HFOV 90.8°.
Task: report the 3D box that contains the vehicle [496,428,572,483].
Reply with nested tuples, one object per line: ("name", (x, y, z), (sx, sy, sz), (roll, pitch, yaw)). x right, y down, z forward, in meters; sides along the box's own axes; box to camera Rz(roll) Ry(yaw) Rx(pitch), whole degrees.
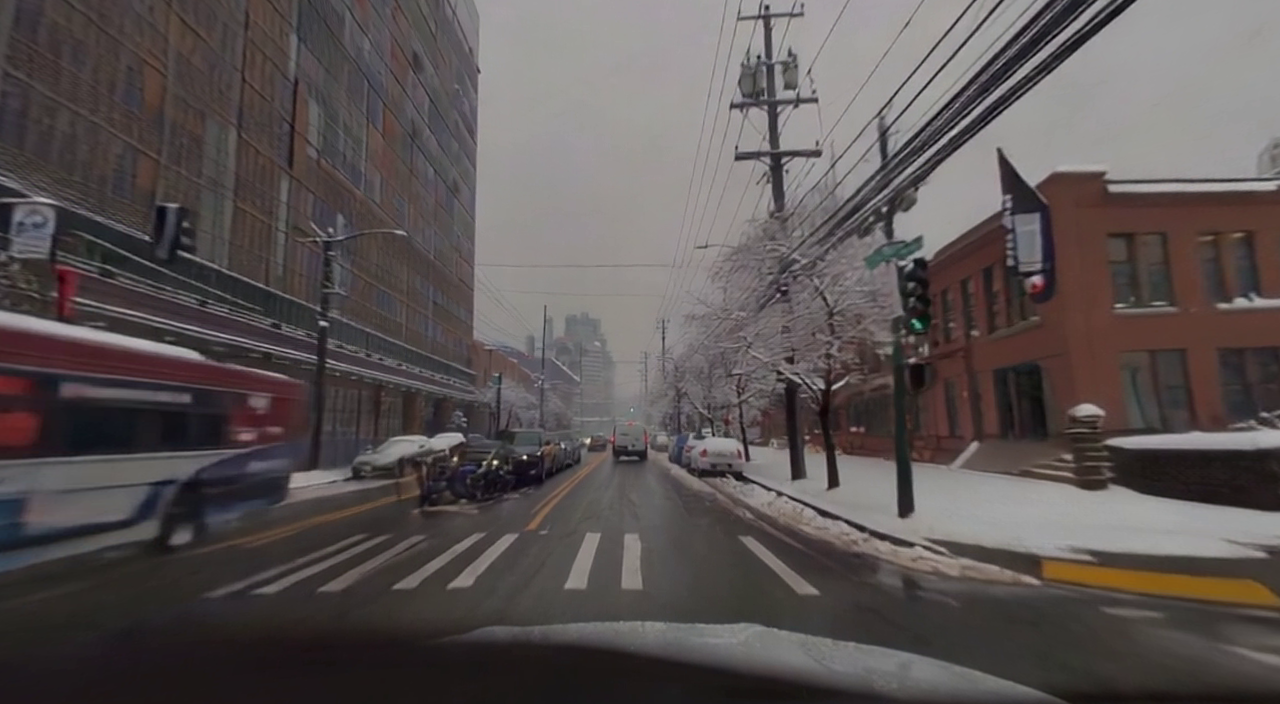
("vehicle", (-3.661, 3.647, 22.577), (1.983, 1.727, 4.294), (0, -8, -1))

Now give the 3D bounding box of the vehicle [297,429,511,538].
("vehicle", (-3.888, 2.207, 11.255), (1.990, 1.568, 3.885), (-1, -8, 6))

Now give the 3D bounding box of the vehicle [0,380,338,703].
("vehicle", (-3.437, 1.032, 3.081), (2.026, 1.616, 4.109), (0, -8, -3))

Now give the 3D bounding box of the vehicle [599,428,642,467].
("vehicle", (-1.047, 5.033, 33.483), (2.127, 1.893, 4.194), (0, -8, -2))

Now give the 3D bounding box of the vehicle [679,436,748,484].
("vehicle", (2.662, 4.002, 23.789), (1.934, 1.633, 4.271), (0, -8, -2))
